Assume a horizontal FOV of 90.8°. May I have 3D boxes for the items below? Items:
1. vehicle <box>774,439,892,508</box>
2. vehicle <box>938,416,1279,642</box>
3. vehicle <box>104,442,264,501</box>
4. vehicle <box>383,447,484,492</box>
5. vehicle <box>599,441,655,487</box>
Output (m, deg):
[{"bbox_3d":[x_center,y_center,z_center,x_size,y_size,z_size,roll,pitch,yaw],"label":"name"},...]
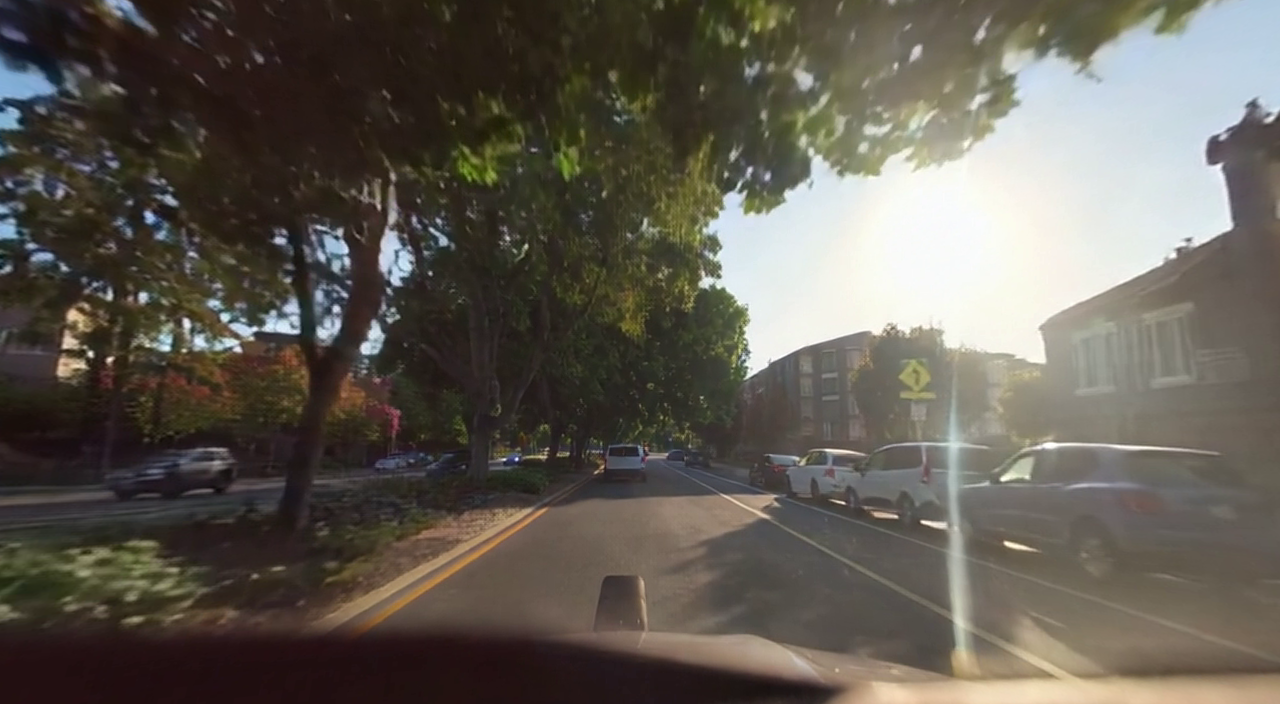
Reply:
[{"bbox_3d":[5.528,3.525,18.892,1.943,1.778,4.778,0,-9,-1],"label":"vehicle"},{"bbox_3d":[5.574,1.719,7.254,1.996,1.738,4.496,0,-9,-1],"label":"vehicle"},{"bbox_3d":[-15.802,4.125,22.315,2.038,1.813,4.764,0,-9,0],"label":"vehicle"},{"bbox_3d":[-7.473,4.275,23.482,2.105,1.474,4.808,0,-8,1],"label":"vehicle"},{"bbox_3d":[-0.496,4.446,25.446,2.070,1.698,3.925,0,-8,0],"label":"vehicle"}]
